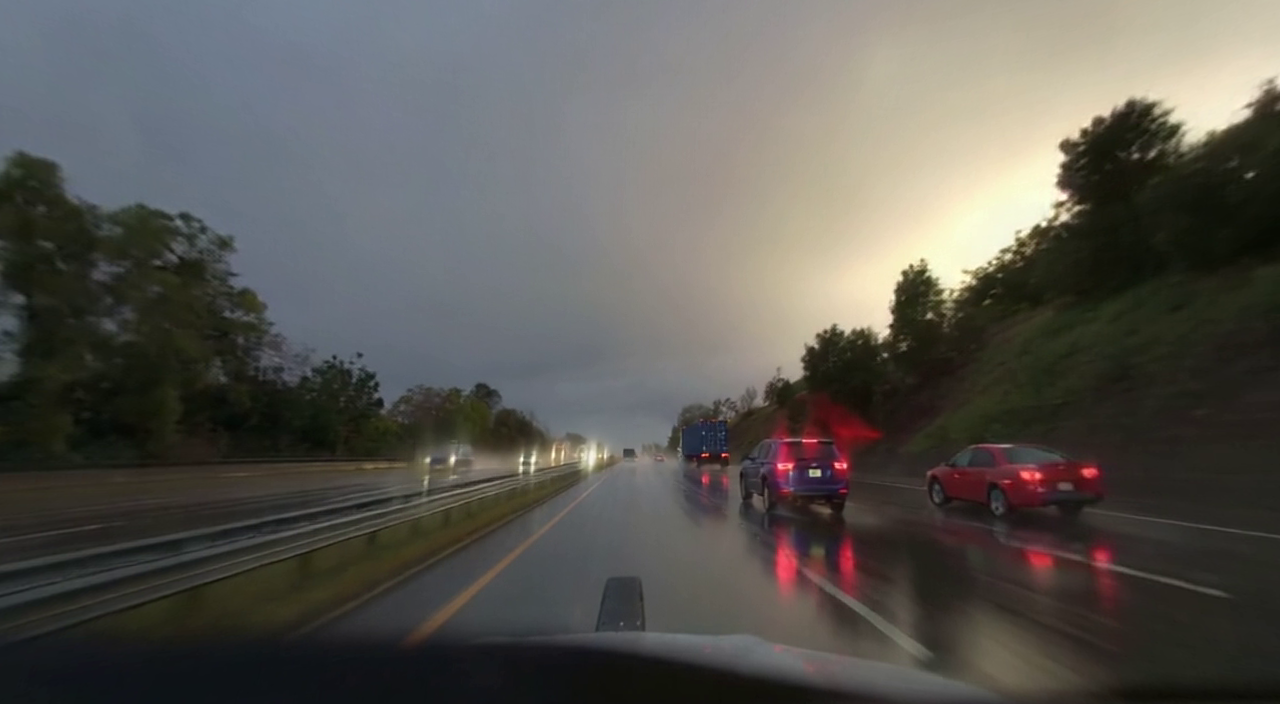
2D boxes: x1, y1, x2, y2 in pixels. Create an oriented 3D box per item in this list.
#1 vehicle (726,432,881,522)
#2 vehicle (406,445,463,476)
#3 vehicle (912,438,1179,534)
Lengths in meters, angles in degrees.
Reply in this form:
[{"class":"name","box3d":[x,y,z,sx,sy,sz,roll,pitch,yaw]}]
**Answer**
[{"class":"vehicle","box3d":[3.391,2.699,14.168,2.130,1.658,4.537,0,-9,-2]},{"class":"vehicle","box3d":[-12.040,6.361,37.230,1.932,1.689,4.361,0,-9,0]},{"class":"vehicle","box3d":[7.344,2.446,12.207,2.024,1.471,4.618,0,-9,-1]}]
